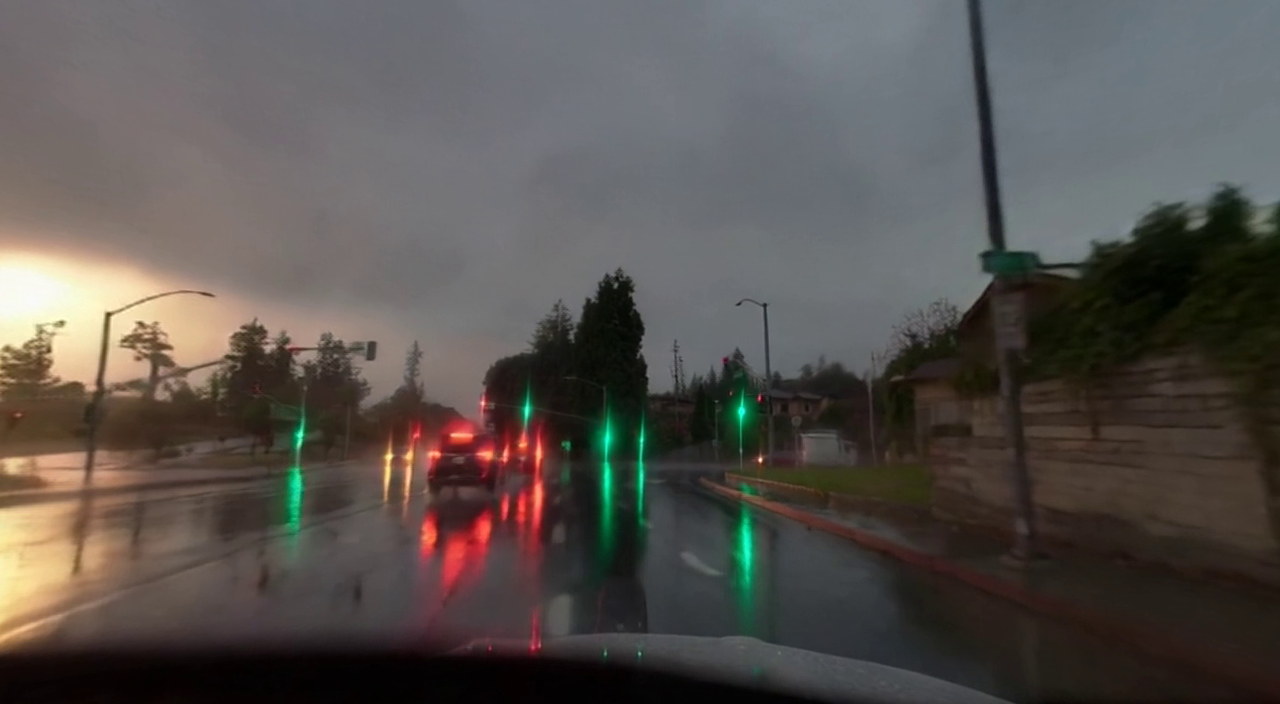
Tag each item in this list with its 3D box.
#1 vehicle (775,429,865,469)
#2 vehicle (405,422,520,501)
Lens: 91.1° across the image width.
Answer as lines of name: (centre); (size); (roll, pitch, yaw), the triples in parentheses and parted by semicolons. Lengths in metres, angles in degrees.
vehicle: (13.292, 7.174, 46.341); (6.269, 2.785, 2.334); (4, -9, -25)
vehicle: (-4.603, 2.908, 17.042); (2.152, 1.822, 4.391); (1, -8, -5)
